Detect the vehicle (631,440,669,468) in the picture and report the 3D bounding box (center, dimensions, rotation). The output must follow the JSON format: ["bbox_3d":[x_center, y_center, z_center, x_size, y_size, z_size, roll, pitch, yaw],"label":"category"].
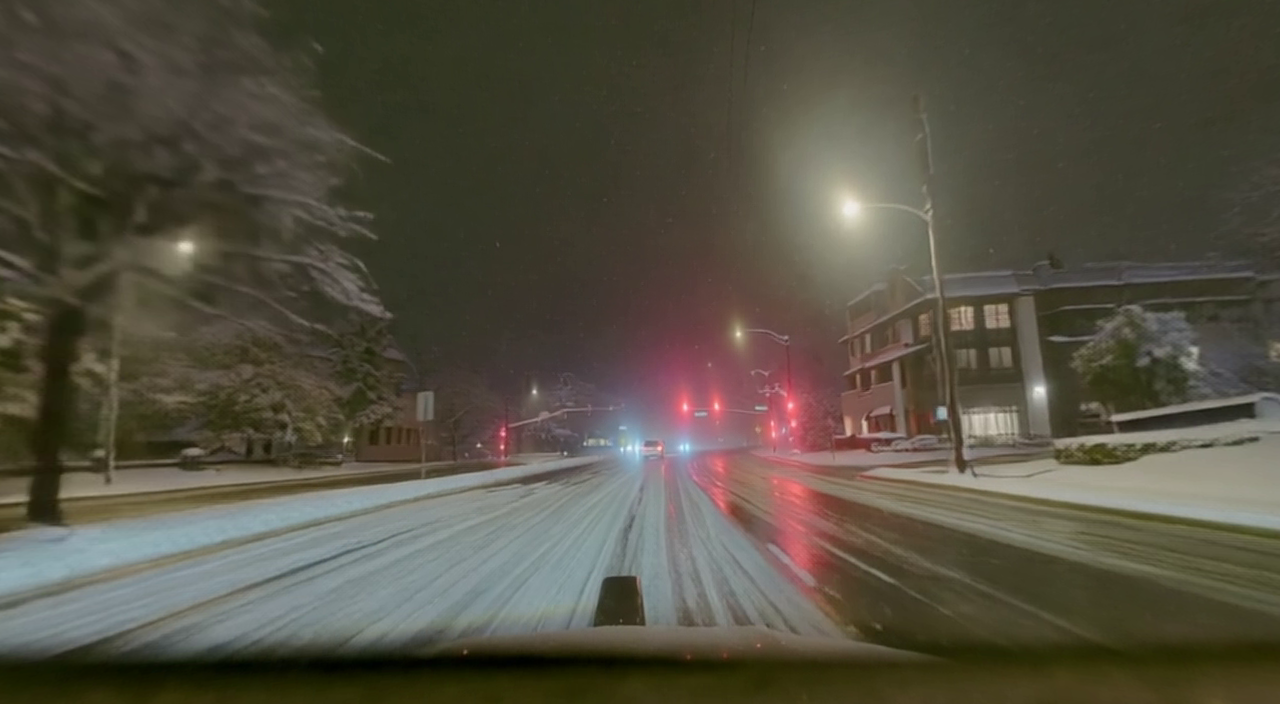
[{"bbox_3d":[0.640,5.972,37.048,2.037,1.568,3.693,-1,-9,4],"label":"vehicle"}]
